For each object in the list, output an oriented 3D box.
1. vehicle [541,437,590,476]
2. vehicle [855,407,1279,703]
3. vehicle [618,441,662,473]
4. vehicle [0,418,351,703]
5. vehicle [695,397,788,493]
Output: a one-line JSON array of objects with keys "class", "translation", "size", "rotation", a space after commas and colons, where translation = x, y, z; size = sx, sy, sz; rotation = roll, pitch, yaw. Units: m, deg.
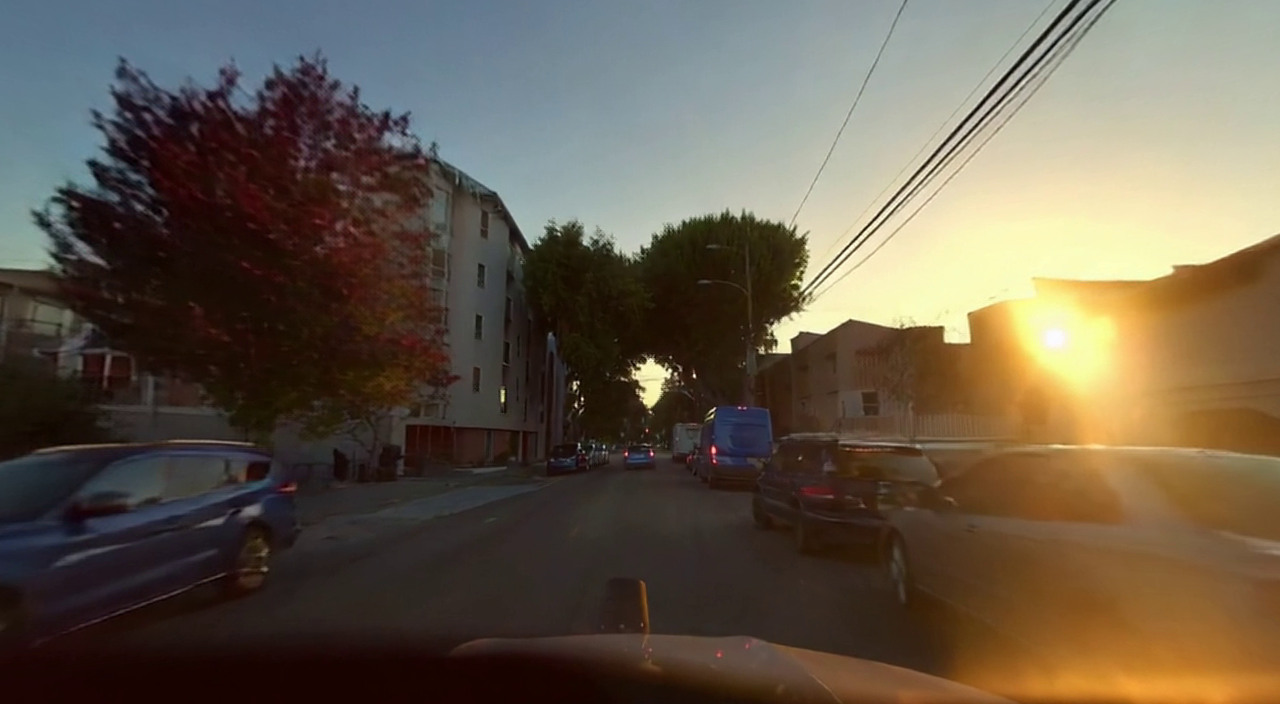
[{"class": "vehicle", "translation": [-3.829, 5.429, 33.096], "size": [1.951, 1.662, 4.046], "rotation": [0, -4, 2]}, {"class": "vehicle", "translation": [2.826, 1.113, 3.326], "size": [1.906, 1.471, 3.941], "rotation": [0, -8, -1]}, {"class": "vehicle", "translation": [0.013, 5.251, 31.790], "size": [2.095, 1.510, 3.605], "rotation": [0, -8, 0]}, {"class": "vehicle", "translation": [-4.598, 1.395, 5.305], "size": [2.090, 1.497, 4.639], "rotation": [1, -4, 1]}, {"class": "vehicle", "translation": [3.273, 3.191, 21.724], "size": [2.245, 2.843, 5.762], "rotation": [0, -8, 0]}]
